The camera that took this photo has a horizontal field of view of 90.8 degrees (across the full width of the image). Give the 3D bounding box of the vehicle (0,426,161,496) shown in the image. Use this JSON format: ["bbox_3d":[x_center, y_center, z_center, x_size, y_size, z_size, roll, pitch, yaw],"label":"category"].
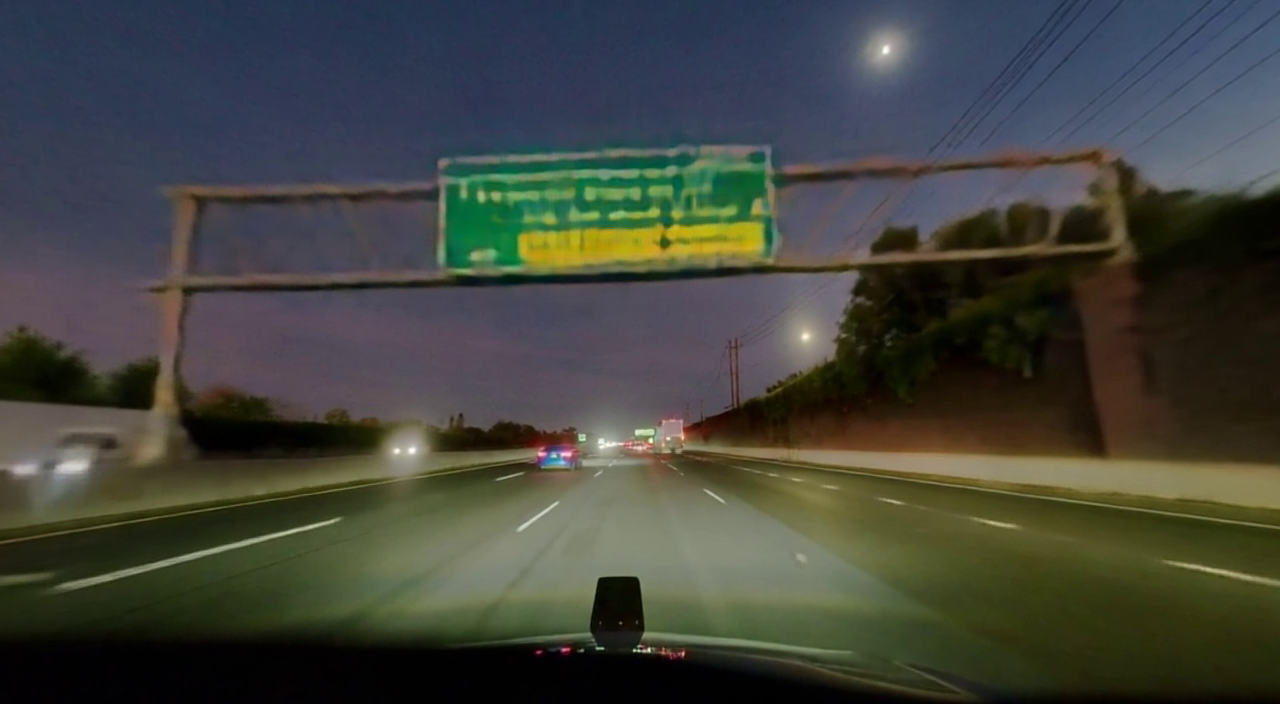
[{"bbox_3d":[-20.892,3.859,22.685,2.740,2.168,5.878,0,-9,-1],"label":"vehicle"}]

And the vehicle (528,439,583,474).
[{"bbox_3d":[-3.891,4.903,29.833,2.009,1.533,4.175,0,-9,1],"label":"vehicle"}]
